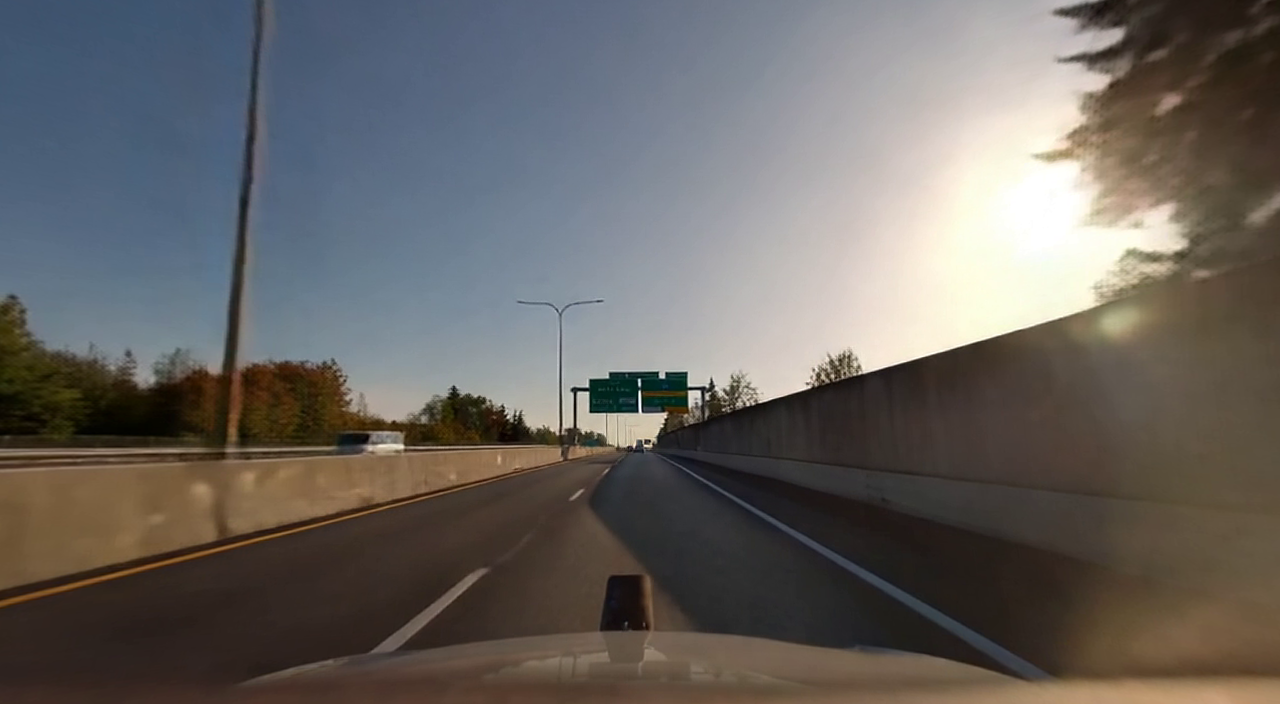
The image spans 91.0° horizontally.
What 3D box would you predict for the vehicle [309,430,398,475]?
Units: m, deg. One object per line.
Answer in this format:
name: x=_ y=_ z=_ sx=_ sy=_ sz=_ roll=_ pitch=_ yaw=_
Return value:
vehicle: x=-15.961 y=5.602 z=35.456 sx=2.415 sy=2.310 sz=5.278 roll=0 pitch=-8 yaw=1
